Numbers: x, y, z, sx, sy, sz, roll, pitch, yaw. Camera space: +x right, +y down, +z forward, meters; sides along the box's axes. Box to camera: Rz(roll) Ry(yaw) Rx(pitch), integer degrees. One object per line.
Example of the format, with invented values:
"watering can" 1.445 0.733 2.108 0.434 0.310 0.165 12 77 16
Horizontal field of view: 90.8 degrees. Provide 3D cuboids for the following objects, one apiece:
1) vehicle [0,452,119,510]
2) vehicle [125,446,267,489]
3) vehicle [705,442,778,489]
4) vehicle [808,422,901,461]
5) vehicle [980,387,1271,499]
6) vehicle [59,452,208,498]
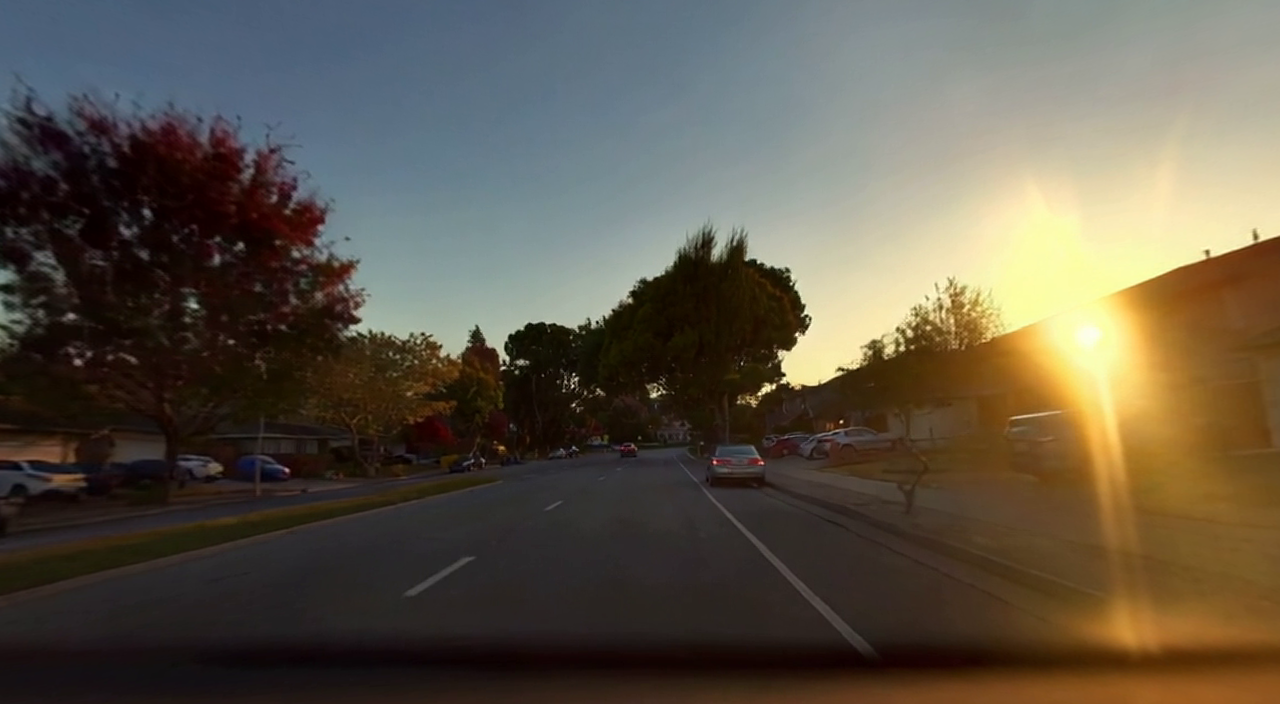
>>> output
"vehicle" -20.945 4.264 21.173 4.910 1.660 2.264 1 -9 3
"vehicle" -21.117 5.503 30.241 4.912 1.936 2.355 0 -8 -2
"vehicle" 3.429 3.915 22.155 2.016 1.477 4.207 0 -8 2
"vehicle" 11.445 4.752 33.638 4.591 1.867 2.057 3 -11 -30
"vehicle" 10.026 1.881 13.308 4.463 1.765 1.960 -5 -8 -5
"vehicle" -20.666 5.007 25.882 4.505 1.501 1.953 2 -9 6
